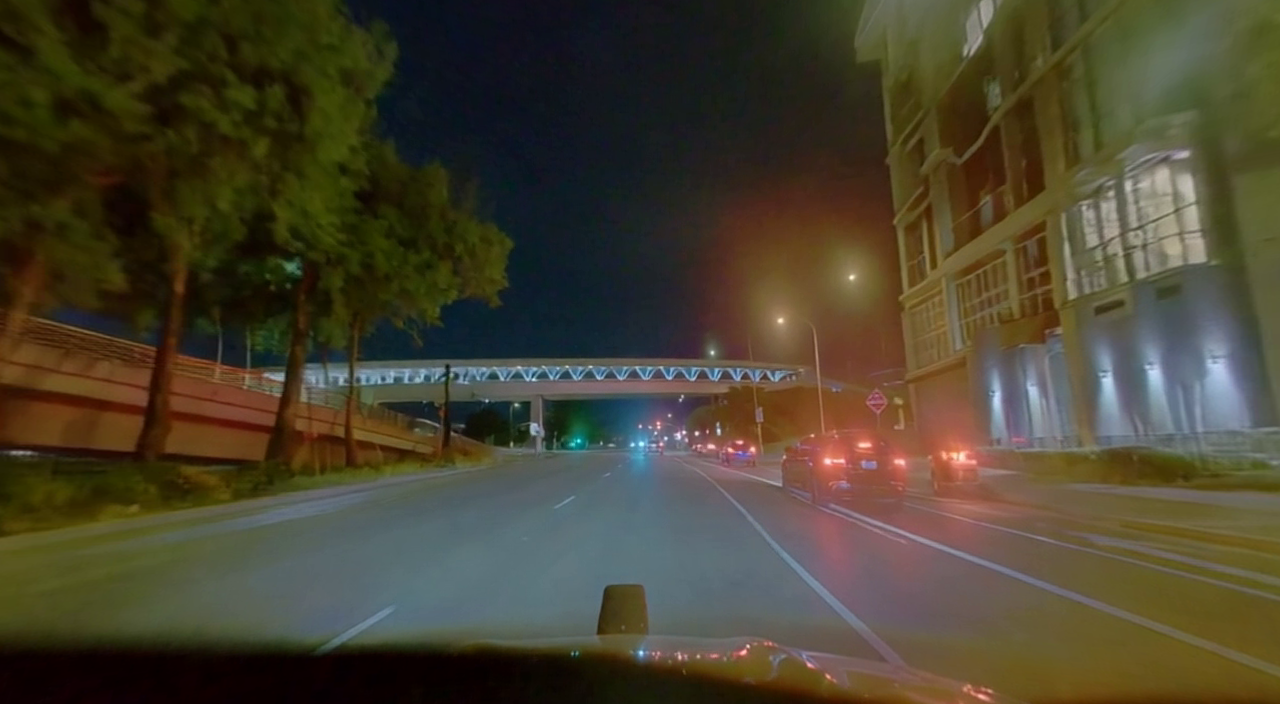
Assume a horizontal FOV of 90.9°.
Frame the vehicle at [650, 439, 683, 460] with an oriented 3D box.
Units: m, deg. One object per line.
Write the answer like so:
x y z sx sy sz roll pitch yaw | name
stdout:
1.942 7.161 46.359 2.280 1.475 4.051 0 -8 3 | vehicle

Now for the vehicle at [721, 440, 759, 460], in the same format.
7.485 7.388 47.726 2.035 1.435 4.481 0 -8 -1 | vehicle
